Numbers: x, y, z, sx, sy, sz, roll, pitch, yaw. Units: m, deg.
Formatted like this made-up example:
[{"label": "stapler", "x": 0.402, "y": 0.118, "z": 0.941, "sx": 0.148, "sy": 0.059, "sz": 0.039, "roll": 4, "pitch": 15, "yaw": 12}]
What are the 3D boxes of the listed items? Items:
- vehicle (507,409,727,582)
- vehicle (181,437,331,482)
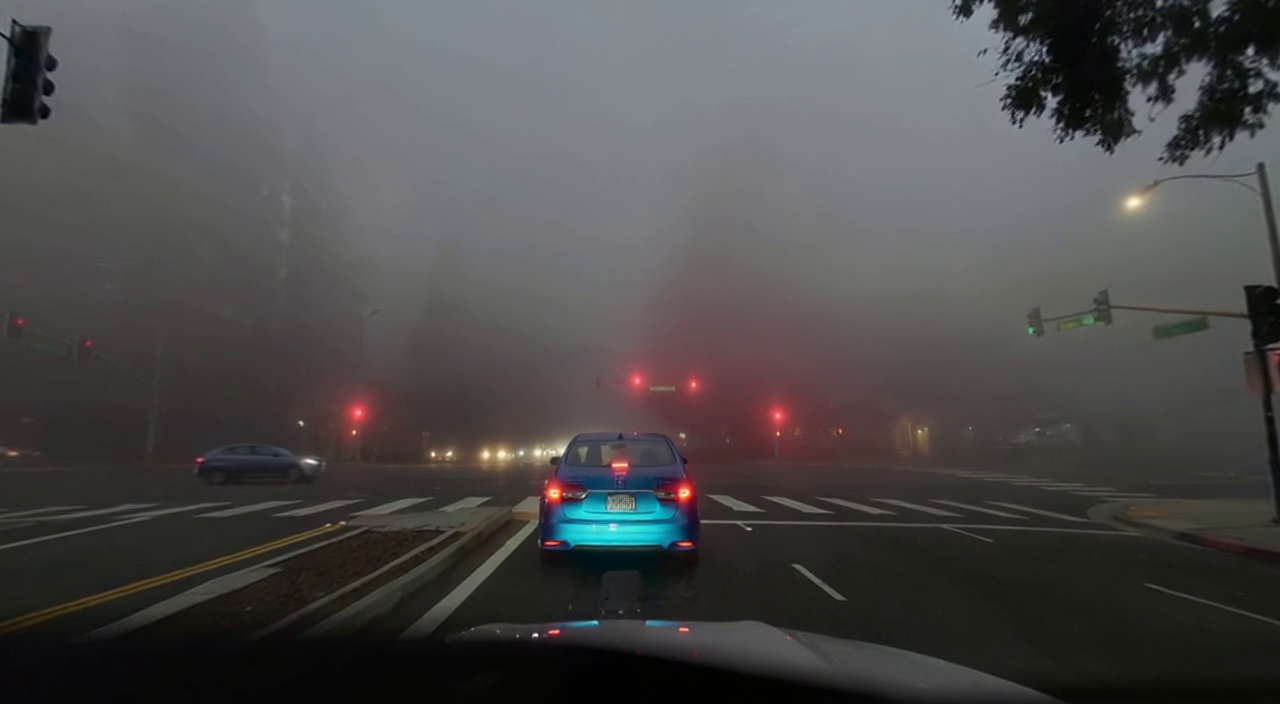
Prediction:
[{"label": "vehicle", "x": -0.244, "y": 1.646, "z": 7.997, "sx": 2.066, "sy": 1.618, "sz": 3.922, "roll": 0, "pitch": -9, "yaw": -1}, {"label": "vehicle", "x": -15.941, "y": 4.474, "z": 26.432, "sx": 4.912, "sy": 1.731, "sz": 2.022, "roll": 0, "pitch": -9, "yaw": -1}]
